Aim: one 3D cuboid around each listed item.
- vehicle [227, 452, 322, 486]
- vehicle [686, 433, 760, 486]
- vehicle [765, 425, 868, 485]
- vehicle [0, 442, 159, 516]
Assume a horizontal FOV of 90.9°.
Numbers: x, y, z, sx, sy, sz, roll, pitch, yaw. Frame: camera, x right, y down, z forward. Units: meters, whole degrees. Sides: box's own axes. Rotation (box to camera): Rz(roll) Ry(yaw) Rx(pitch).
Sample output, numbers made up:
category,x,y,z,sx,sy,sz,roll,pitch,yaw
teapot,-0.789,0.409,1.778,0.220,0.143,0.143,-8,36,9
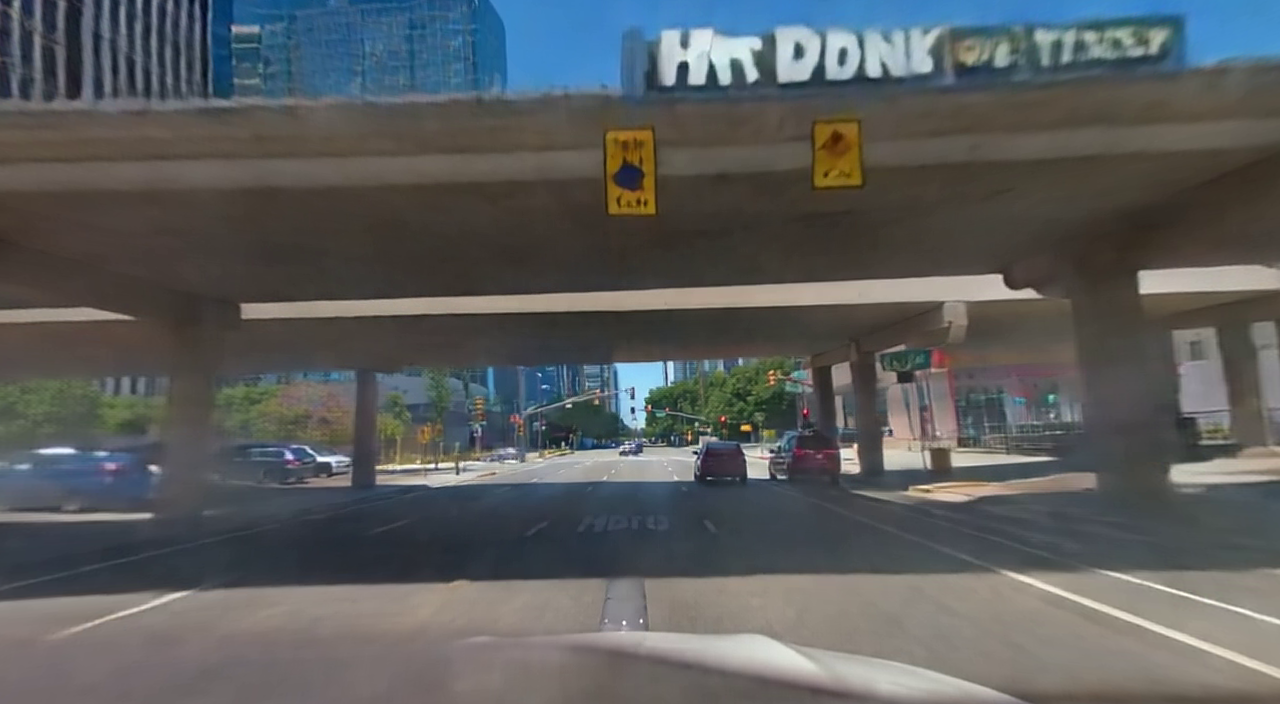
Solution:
category,x,y,z,sx,sy,sz,roll,pitch,yaw
vehicle,-17.760,5.672,30.922,1.985,1.505,4.275,-1,-8,2
vehicle,2.665,3.547,21.135,1.947,1.576,3.825,0,-8,0
vehicle,6.911,4.113,25.515,2.433,2.116,5.789,0,-8,0
vehicle,-17.975,3.849,19.743,2.167,2.024,4.589,0,-8,0
